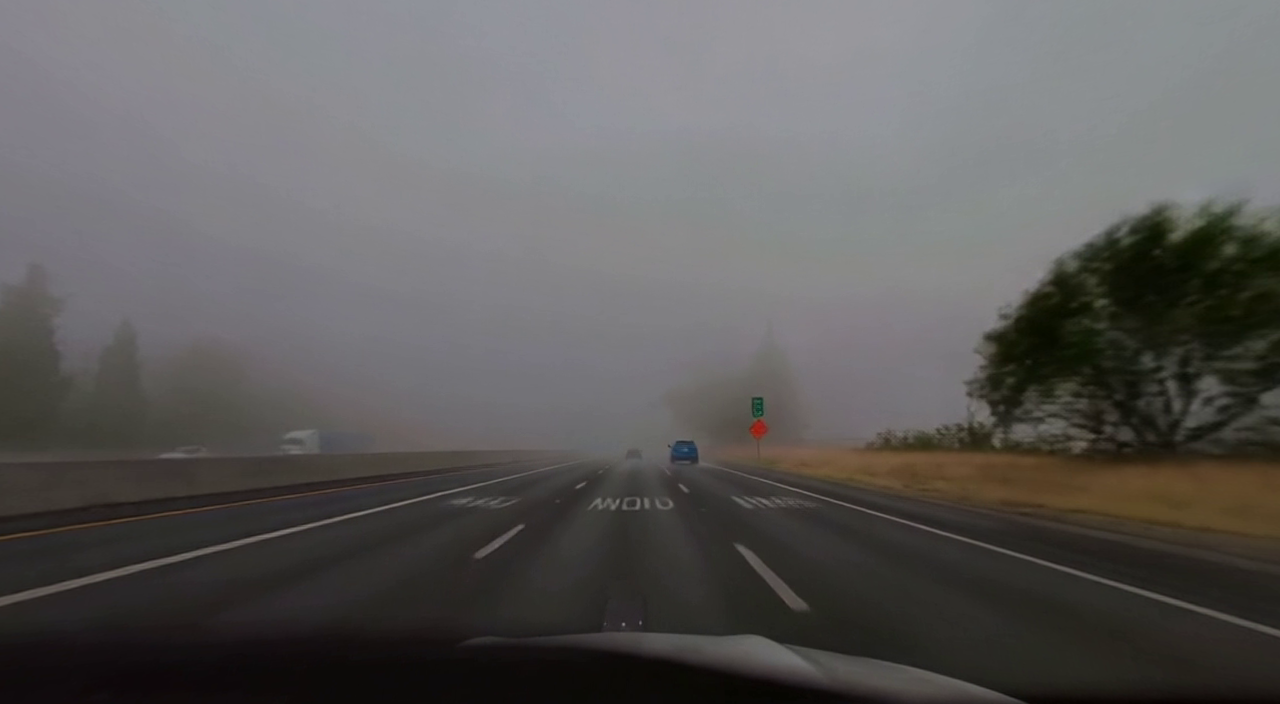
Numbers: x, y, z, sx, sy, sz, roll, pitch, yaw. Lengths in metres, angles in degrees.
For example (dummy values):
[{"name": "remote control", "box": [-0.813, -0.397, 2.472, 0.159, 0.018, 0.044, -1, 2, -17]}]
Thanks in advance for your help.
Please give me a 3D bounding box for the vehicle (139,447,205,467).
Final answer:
[{"name": "vehicle", "box": [-36.801, 8.245, 49.712, 1.826, 1.471, 4.419, 0, -9, 0]}]
